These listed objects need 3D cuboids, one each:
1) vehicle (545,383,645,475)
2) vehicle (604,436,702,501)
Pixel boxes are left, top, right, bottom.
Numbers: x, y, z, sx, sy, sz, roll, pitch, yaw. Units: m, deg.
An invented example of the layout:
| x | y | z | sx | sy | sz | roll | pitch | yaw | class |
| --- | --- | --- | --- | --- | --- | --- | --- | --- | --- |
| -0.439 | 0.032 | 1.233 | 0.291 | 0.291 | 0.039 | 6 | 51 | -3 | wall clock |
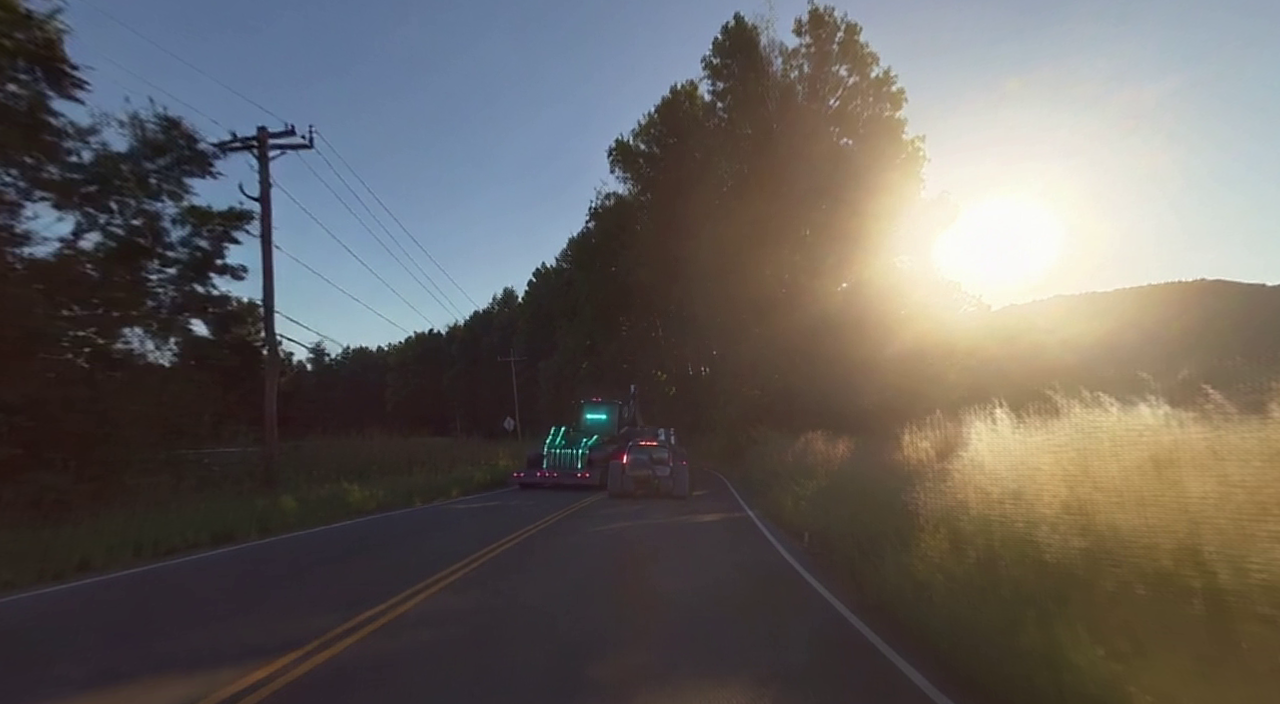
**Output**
| x | y | z | sx | sy | sz | roll | pitch | yaw | class |
| --- | --- | --- | --- | --- | --- | --- | --- | --- | --- |
| -2.538 | 4.410 | 34.618 | 4.788 | 4.368 | 6.529 | 3 | -11 | -6 | vehicle |
| 0.392 | 2.947 | 16.397 | 2.196 | 1.465 | 4.294 | 0 | -8 | 3 | vehicle |
